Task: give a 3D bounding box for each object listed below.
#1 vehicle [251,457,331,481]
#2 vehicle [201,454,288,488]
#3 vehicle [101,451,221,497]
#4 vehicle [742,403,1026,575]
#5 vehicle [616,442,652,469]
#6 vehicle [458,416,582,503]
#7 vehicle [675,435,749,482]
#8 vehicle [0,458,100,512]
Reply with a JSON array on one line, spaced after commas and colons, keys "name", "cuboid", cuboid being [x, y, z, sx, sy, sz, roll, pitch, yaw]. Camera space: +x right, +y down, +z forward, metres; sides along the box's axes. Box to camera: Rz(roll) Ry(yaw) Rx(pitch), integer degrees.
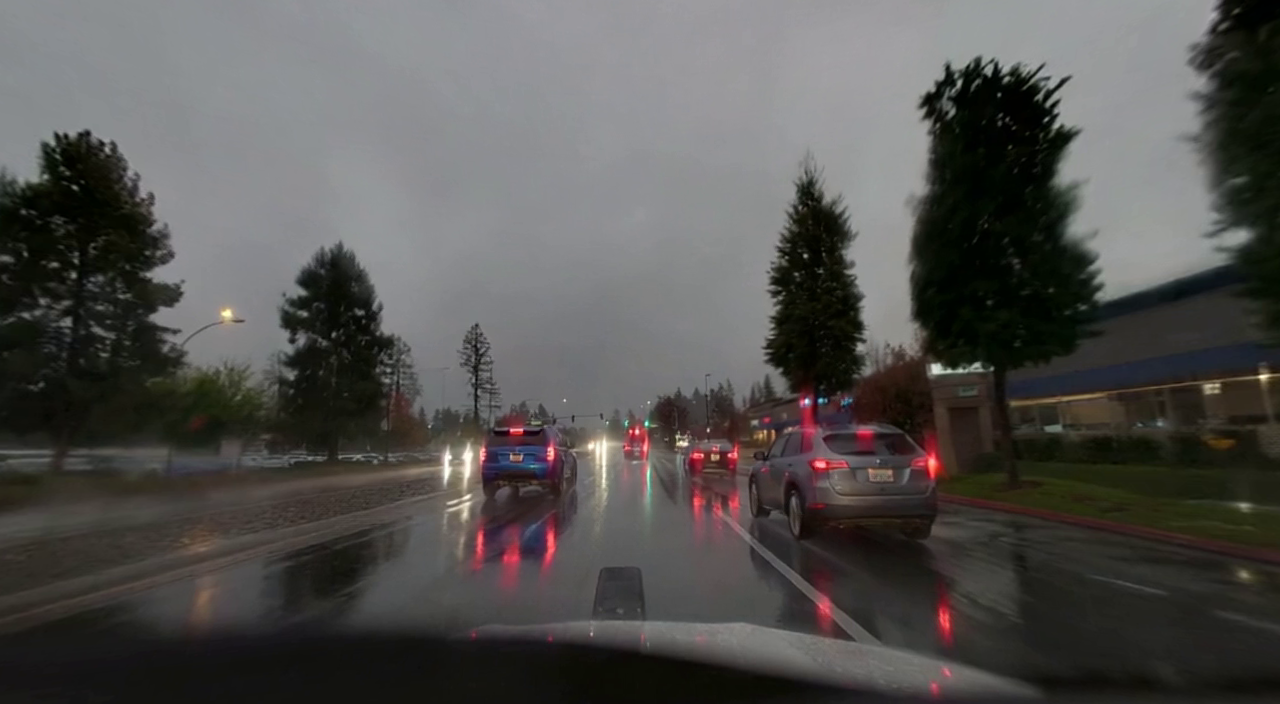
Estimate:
[{"name": "vehicle", "cuboid": [-23.993, 8.023, 43.494, 4.607, 1.481, 1.915, 5, -10, -33]}, {"name": "vehicle", "cuboid": [-22.242, 6.684, 35.778, 1.908, 1.711, 4.461, 0, -8, 1]}, {"name": "vehicle", "cuboid": [-22.431, 5.690, 29.853, 1.931, 1.908, 4.694, 0, -8, 0]}, {"name": "vehicle", "cuboid": [2.825, 1.700, 8.621, 2.018, 1.719, 4.369, 0, -8, -1]}, {"name": "vehicle", "cuboid": [-0.359, 5.996, 36.824, 2.008, 1.464, 4.052, 0, -8, -1]}, {"name": "vehicle", "cuboid": [-3.083, 2.931, 17.644, 2.368, 2.037, 5.319, 0, -8, 0]}, {"name": "vehicle", "cuboid": [2.641, 4.079, 24.486, 2.174, 1.596, 4.779, 0, -8, -2]}, {"name": "vehicle", "cuboid": [-22.361, 4.791, 22.770, 1.836, 1.696, 4.517, -4, -9, -1]}]
